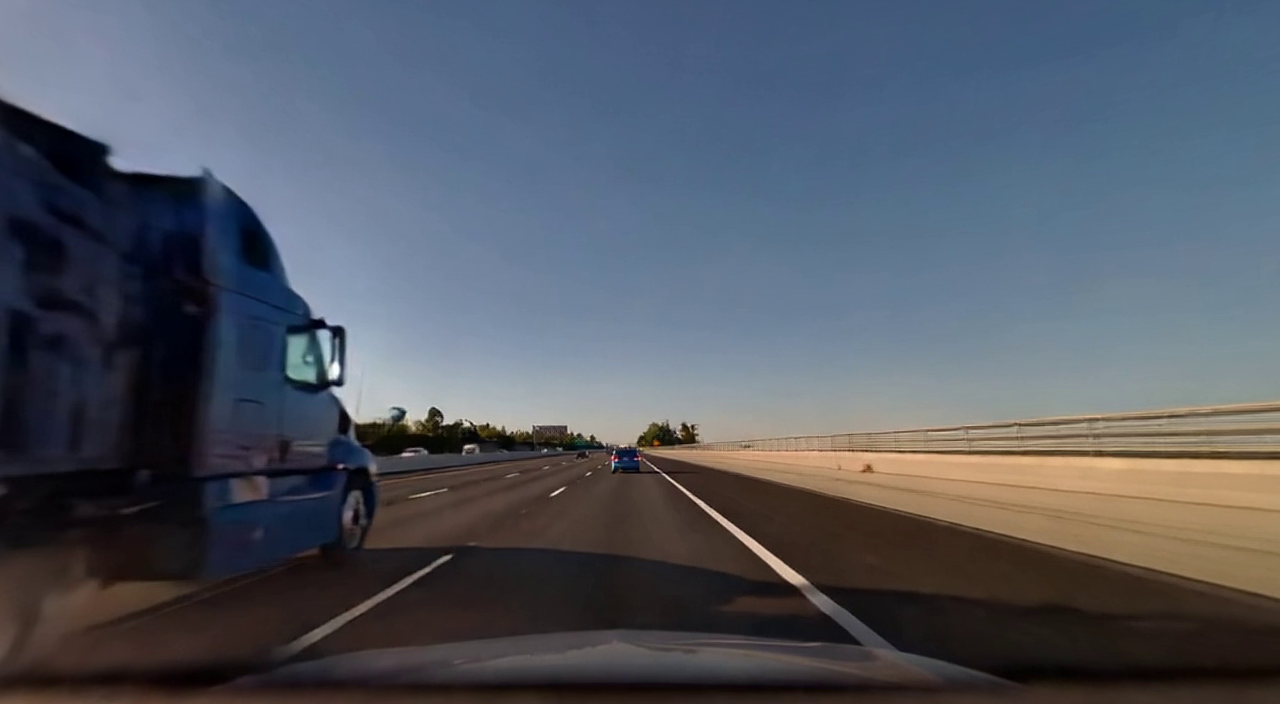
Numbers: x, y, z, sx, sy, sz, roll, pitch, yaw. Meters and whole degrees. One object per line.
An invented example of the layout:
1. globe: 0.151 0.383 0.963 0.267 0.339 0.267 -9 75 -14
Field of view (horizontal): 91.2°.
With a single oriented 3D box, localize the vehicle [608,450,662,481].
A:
1. vehicle: -0.293 5.494 30.746 2.398 1.336 5.698 0 -9 -1
